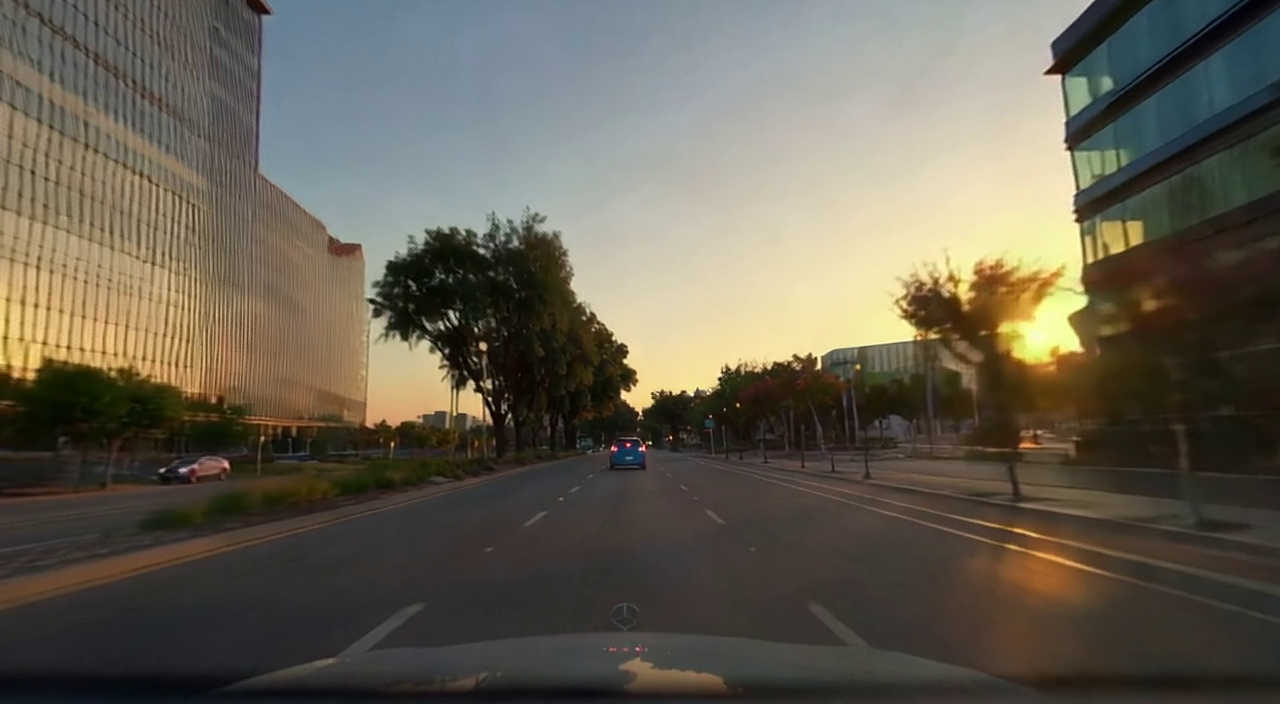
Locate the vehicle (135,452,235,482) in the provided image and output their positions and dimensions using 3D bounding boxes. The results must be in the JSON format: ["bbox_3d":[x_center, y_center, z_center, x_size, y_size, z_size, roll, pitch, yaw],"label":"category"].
[{"bbox_3d":[-29.730,7.506,41.449,4.813,1.783,1.983,3,-9,-19],"label":"vehicle"}]

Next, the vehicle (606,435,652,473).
[{"bbox_3d":[-0.597,5.438,33.870,2.313,1.860,4.319,0,-9,-1],"label":"vehicle"}]
